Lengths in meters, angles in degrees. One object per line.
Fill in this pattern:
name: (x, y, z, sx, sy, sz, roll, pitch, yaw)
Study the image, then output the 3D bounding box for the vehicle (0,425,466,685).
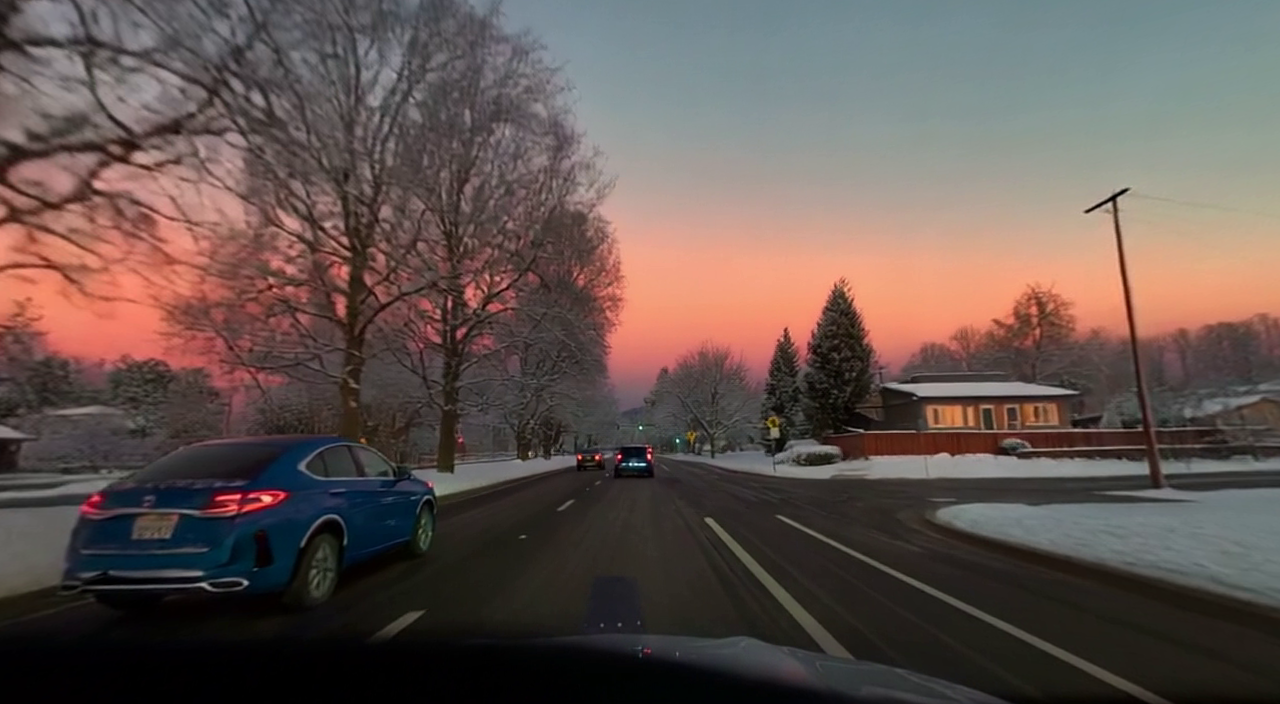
vehicle: (-3.551, 1.541, 6.179, 2.105, 1.469, 4.978, 0, -8, 2)

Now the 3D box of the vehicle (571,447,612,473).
vehicle: (-2.851, 6.457, 37.796, 2.032, 1.433, 4.458, 0, -8, 2)

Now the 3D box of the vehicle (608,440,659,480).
vehicle: (-0.246, 4.977, 29.184, 2.220, 1.742, 4.047, 0, -8, 1)
